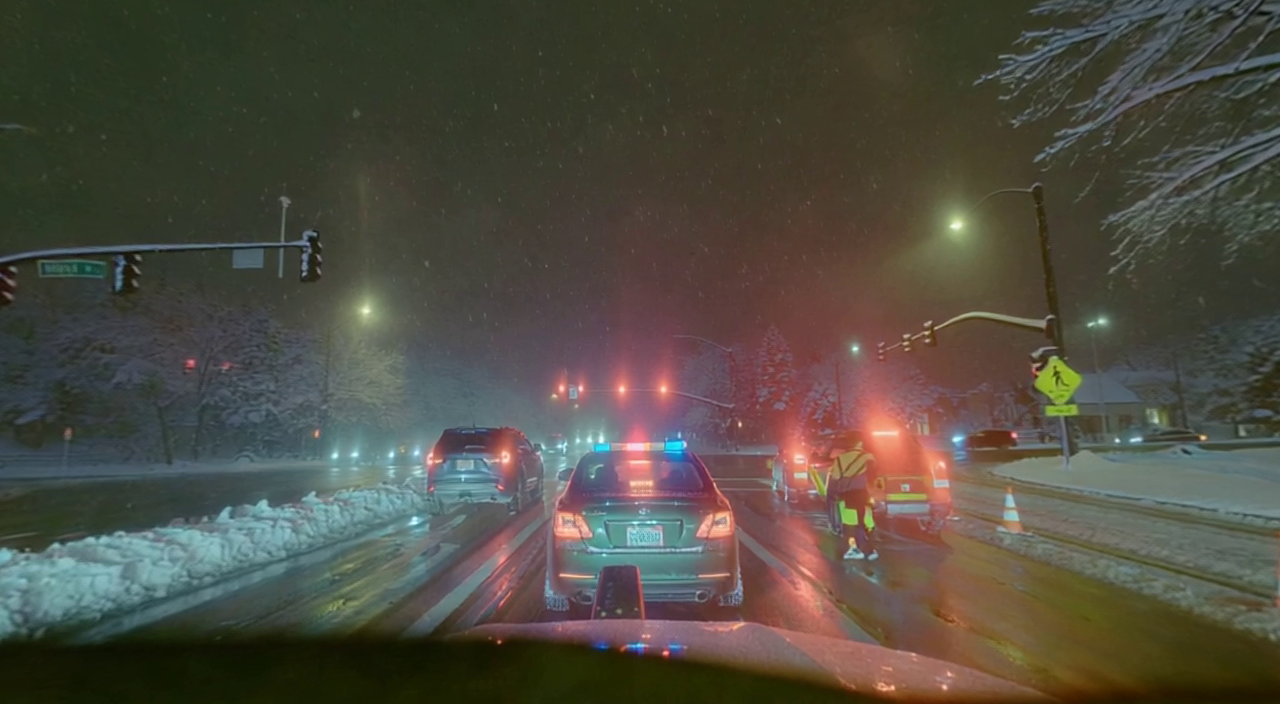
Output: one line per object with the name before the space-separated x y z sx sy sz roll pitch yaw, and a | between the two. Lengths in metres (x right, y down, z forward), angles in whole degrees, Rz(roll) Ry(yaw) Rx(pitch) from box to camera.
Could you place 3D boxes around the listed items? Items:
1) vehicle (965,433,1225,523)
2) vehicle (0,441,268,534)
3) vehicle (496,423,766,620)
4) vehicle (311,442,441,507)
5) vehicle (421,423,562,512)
vehicle | 9.334 2.587 13.589 1.957 1.576 4.670 0 -9 -3
vehicle | -9.807 2.572 12.656 1.858 1.494 4.578 0 -8 0
vehicle | -0.124 1.627 7.068 2.061 1.486 4.332 0 -8 -2
vehicle | -6.556 3.043 16.056 1.825 1.460 3.365 0 -9 0
vehicle | -3.323 2.701 15.212 2.096 1.789 4.719 0 -8 2
